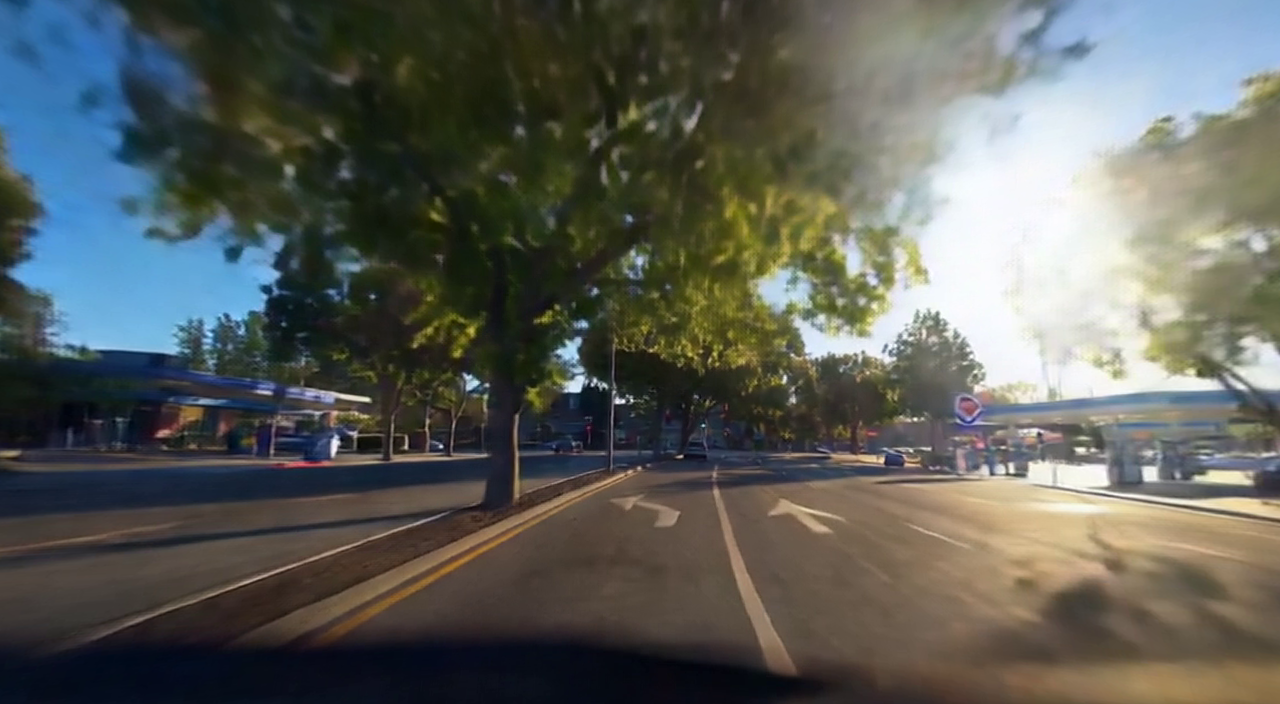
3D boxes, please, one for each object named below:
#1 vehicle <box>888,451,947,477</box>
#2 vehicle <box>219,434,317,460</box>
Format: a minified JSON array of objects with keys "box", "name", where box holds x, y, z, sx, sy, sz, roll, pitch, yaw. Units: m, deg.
[{"box":[17.225,6.963,39.424,2.099,1.464,4.615,-1,-9,8],"name":"vehicle"},{"box":[-20.711,5.296,35.270,4.343,1.379,1.851,-1,-9,6],"name":"vehicle"}]
